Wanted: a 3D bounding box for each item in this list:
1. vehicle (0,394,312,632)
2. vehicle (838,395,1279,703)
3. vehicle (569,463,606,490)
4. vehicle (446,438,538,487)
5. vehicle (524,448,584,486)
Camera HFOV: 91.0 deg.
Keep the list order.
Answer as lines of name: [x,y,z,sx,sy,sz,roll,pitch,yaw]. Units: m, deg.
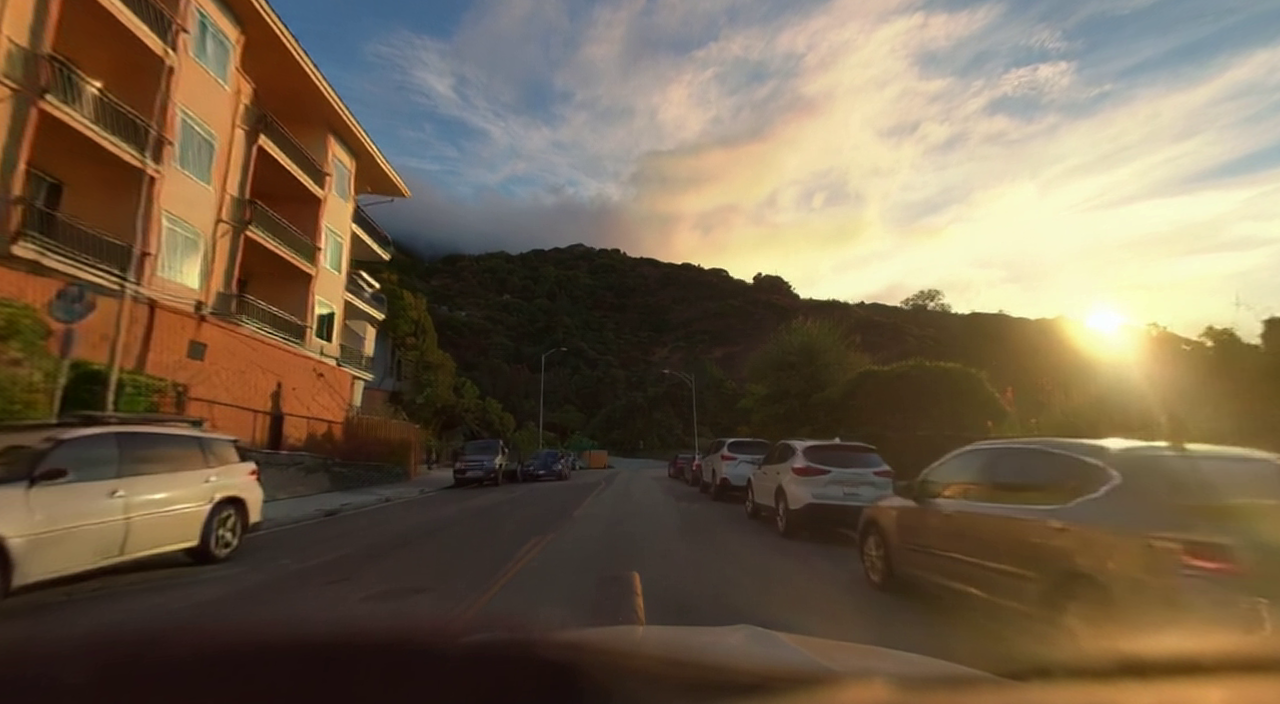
vehicle: [-6.170,1.505,6.577,2.374,1.843,5.638,0,-9,1]
vehicle: [3.229,1.306,4.721,1.926,1.602,4.433,0,-9,-1]
vehicle: [-3.384,8.273,41.547,2.102,1.621,4.627,0,-13,-1]
vehicle: [-6.429,4.885,28.227,2.692,1.949,5.948,0,-9,0]
vehicle: [-3.619,4.940,27.350,1.856,1.474,4.522,0,-9,1]
